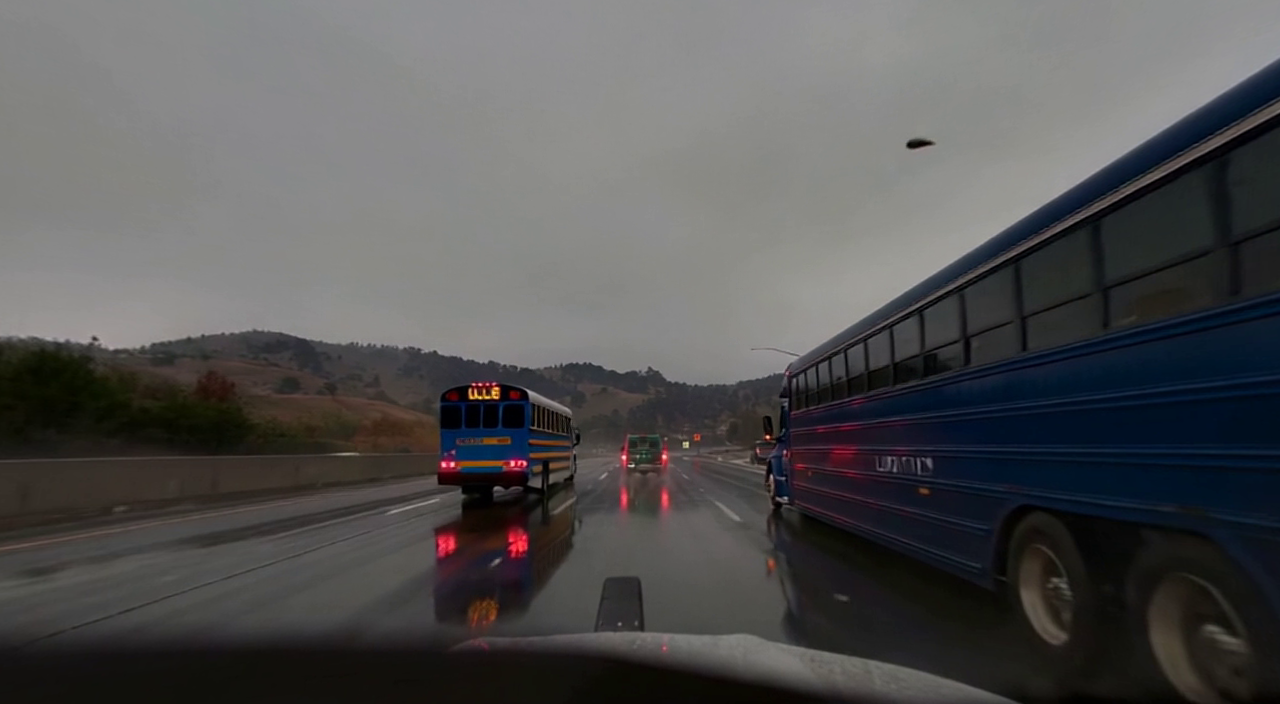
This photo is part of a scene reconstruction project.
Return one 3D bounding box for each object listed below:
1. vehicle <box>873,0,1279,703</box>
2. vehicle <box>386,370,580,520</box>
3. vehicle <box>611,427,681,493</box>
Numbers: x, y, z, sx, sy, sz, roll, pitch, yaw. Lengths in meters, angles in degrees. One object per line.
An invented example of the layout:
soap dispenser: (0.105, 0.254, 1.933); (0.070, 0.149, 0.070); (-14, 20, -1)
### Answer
vehicle: (4.160, 0.039, 3.657); (3.050, 3.810, 6.889); (0, -8, 2)
vehicle: (-3.539, 2.456, 16.805); (2.947, 3.009, 7.991); (0, -8, 1)
vehicle: (0.145, 3.500, 20.758); (2.037, 1.929, 4.343); (0, -8, -1)
